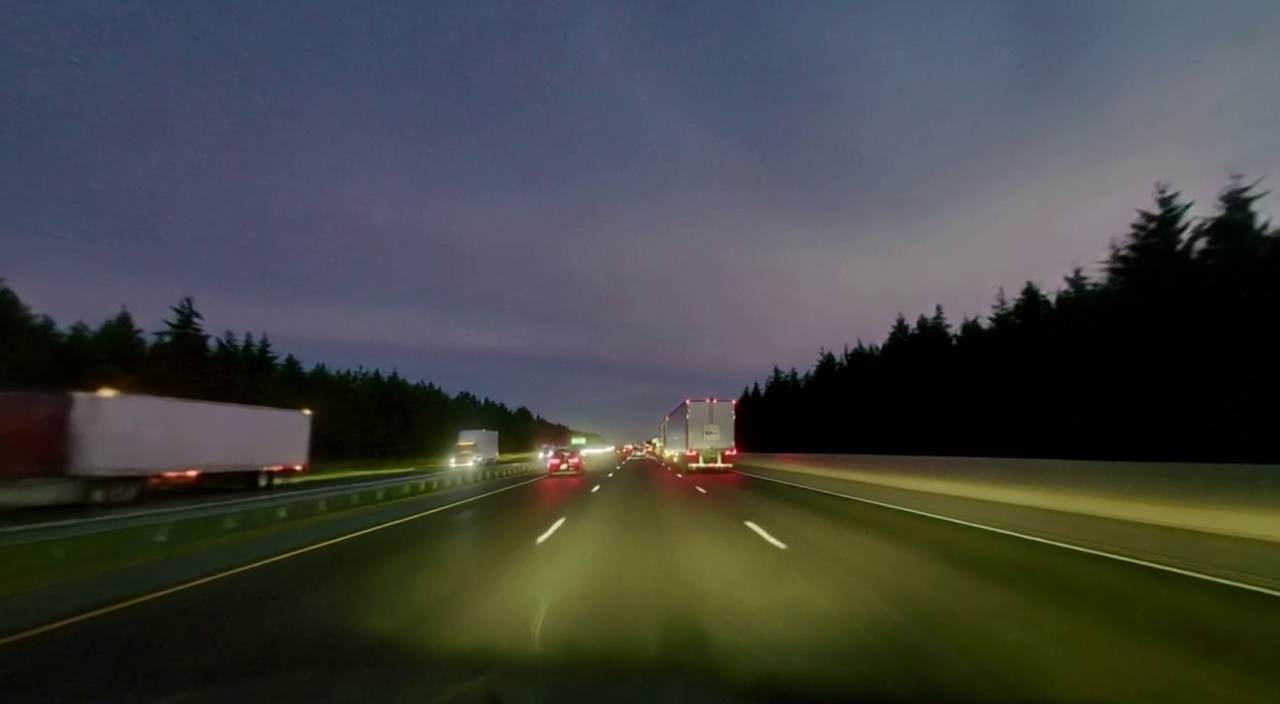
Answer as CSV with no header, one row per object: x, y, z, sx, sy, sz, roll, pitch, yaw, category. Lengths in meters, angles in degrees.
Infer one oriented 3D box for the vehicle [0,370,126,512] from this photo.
-19.149,2.627,18.442,2.990,3.854,5.965,0,-9,-1,vehicle

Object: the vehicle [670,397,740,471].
3.952,5.669,42.179,2.974,4.083,14.389,0,-9,-1,vehicle

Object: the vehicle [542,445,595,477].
-3.488,5.437,31.627,2.121,1.445,4.651,0,-9,-1,vehicle

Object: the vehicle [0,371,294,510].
-19.197,3.607,24.970,2.884,3.905,14.603,0,-9,-1,vehicle
